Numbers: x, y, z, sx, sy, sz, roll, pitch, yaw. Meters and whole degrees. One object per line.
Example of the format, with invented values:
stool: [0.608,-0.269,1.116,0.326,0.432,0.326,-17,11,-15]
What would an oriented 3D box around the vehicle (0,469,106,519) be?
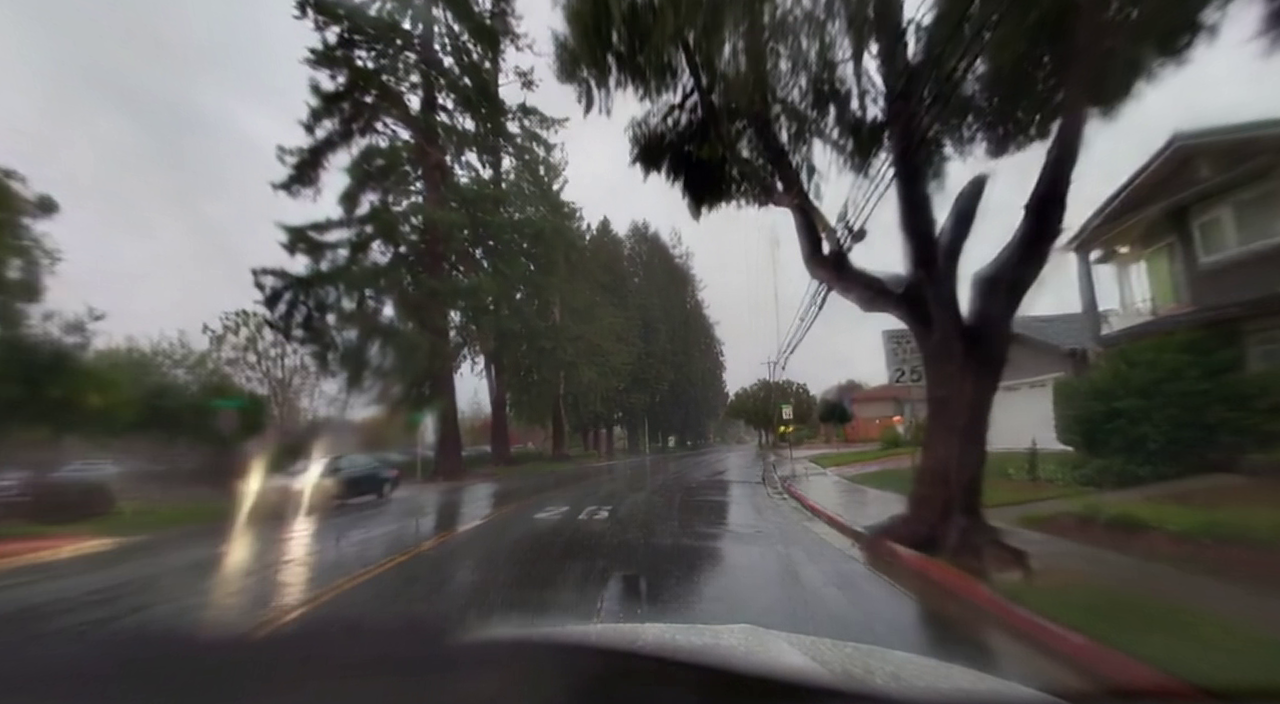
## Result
vehicle: [-21.804,4.839,21.558,4.943,1.493,2.036,2,-9,-15]

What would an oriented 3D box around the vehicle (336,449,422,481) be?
vehicle: [-15.633,6.749,37.938,4.675,1.442,1.906,-1,-7,-23]

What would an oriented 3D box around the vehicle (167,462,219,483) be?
vehicle: [-35.295,9.454,49.804,4.305,1.465,1.903,-6,-10,35]
